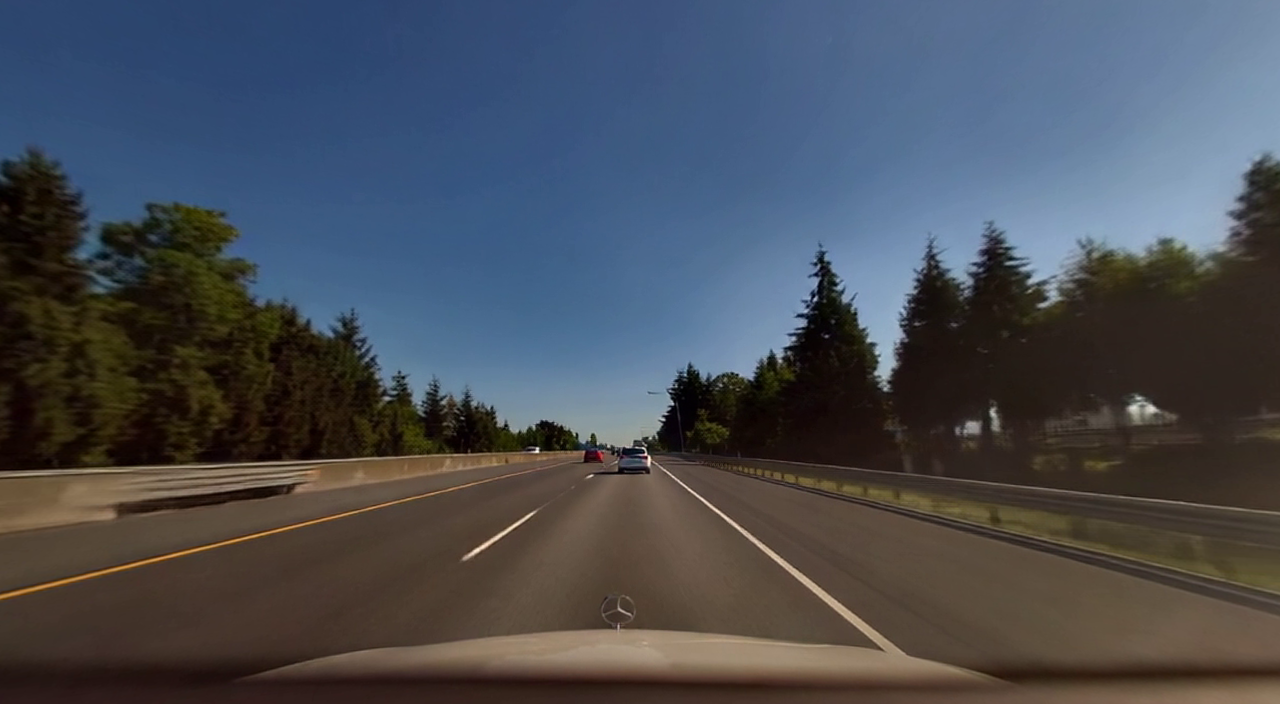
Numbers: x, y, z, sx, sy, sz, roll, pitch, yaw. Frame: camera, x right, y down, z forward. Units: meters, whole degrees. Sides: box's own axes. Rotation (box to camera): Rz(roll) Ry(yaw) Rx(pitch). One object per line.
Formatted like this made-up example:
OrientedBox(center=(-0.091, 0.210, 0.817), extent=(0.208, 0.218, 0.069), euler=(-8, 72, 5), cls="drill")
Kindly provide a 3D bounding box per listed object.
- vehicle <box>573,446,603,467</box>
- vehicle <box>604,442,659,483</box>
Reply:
OrientedBox(center=(-3.906, 7.910, 47.634), extent=(1.994, 1.470, 3.752), euler=(-1, -9, -1), cls="vehicle")
OrientedBox(center=(-0.356, 4.432, 25.311), extent=(2.066, 1.490, 3.759), euler=(-1, -9, -1), cls="vehicle")
